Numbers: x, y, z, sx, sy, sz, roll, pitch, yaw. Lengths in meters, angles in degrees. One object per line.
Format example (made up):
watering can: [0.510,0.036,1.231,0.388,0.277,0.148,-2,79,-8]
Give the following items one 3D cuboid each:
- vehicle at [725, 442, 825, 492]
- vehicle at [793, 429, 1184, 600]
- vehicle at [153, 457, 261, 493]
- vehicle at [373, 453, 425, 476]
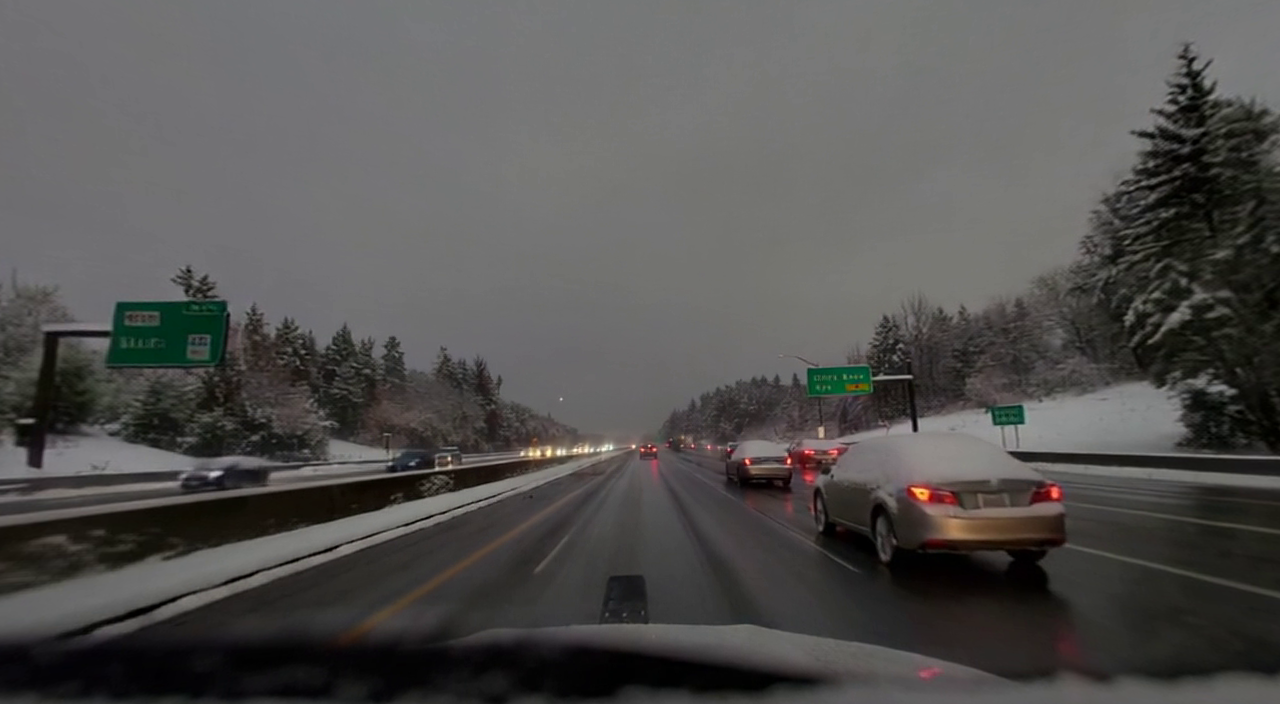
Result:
vehicle: [4.342,3.792,21.303,2.223,1.483,5.075,0,-8,-1]
vehicle: [3.619,1.768,7.901,2.198,1.467,4.675,0,-8,-1]
vehicle: [-20.380,5.794,29.941,1.849,1.463,4.477,0,-8,2]
vehicle: [-16.617,7.746,43.704,1.839,1.442,4.392,0,-8,0]
